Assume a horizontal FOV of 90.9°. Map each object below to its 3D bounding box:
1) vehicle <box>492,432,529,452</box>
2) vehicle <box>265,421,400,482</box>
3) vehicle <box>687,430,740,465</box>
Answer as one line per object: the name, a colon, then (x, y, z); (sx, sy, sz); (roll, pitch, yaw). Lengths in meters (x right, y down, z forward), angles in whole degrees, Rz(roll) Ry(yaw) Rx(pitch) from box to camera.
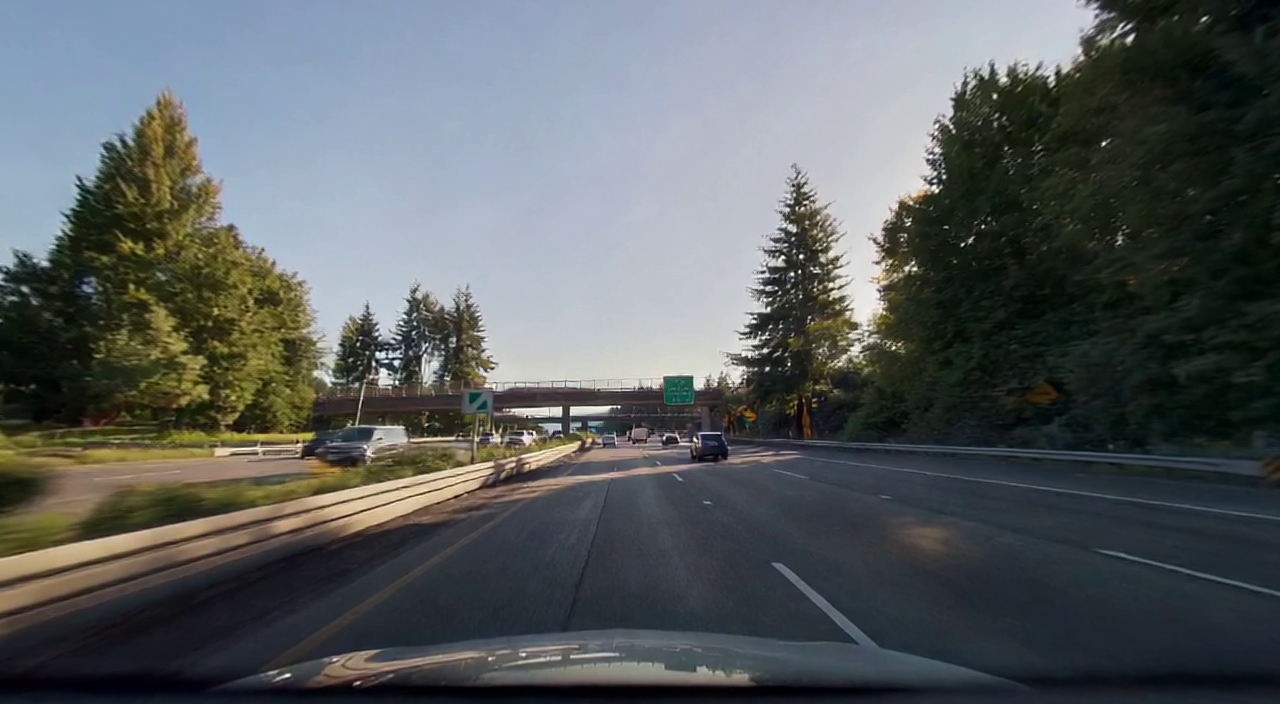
vehicle: (-9.854, 6.909, 48.342); (1.987, 1.445, 4.485); (0, -8, -2)
vehicle: (-8.902, 2.891, 18.738); (1.912, 1.586, 4.228); (0, -8, -1)
vehicle: (3.497, 4.592, 30.672); (1.938, 1.578, 3.764); (0, -8, -3)
